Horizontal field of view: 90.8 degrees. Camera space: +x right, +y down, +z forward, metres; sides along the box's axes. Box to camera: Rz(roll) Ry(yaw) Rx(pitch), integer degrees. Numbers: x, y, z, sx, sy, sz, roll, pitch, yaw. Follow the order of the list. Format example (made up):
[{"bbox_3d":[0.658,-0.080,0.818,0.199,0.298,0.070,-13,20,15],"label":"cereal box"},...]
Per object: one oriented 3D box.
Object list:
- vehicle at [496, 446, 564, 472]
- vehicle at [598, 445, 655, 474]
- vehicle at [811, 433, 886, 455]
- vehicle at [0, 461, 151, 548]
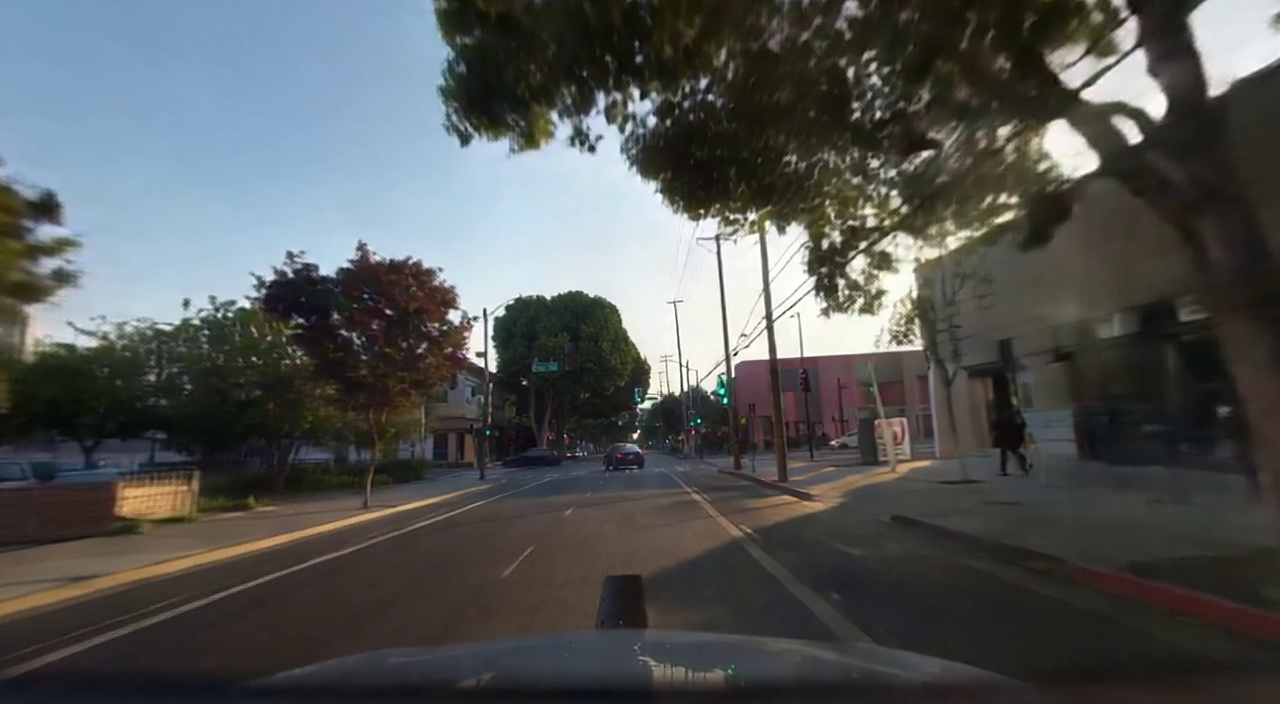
[{"bbox_3d":[-7.764,7.530,44.664,4.472,1.736,1.874,-4,-10,27],"label":"vehicle"},{"bbox_3d":[-0.830,5.945,35.190,2.118,1.478,4.624,2,-9,-15],"label":"vehicle"},{"bbox_3d":[14.582,6.467,44.359,4.632,1.484,1.907,0,-8,-1],"label":"vehicle"},{"bbox_3d":[-13.058,3.145,13.126,4.226,1.575,2.124,-4,-10,9],"label":"vehicle"}]
